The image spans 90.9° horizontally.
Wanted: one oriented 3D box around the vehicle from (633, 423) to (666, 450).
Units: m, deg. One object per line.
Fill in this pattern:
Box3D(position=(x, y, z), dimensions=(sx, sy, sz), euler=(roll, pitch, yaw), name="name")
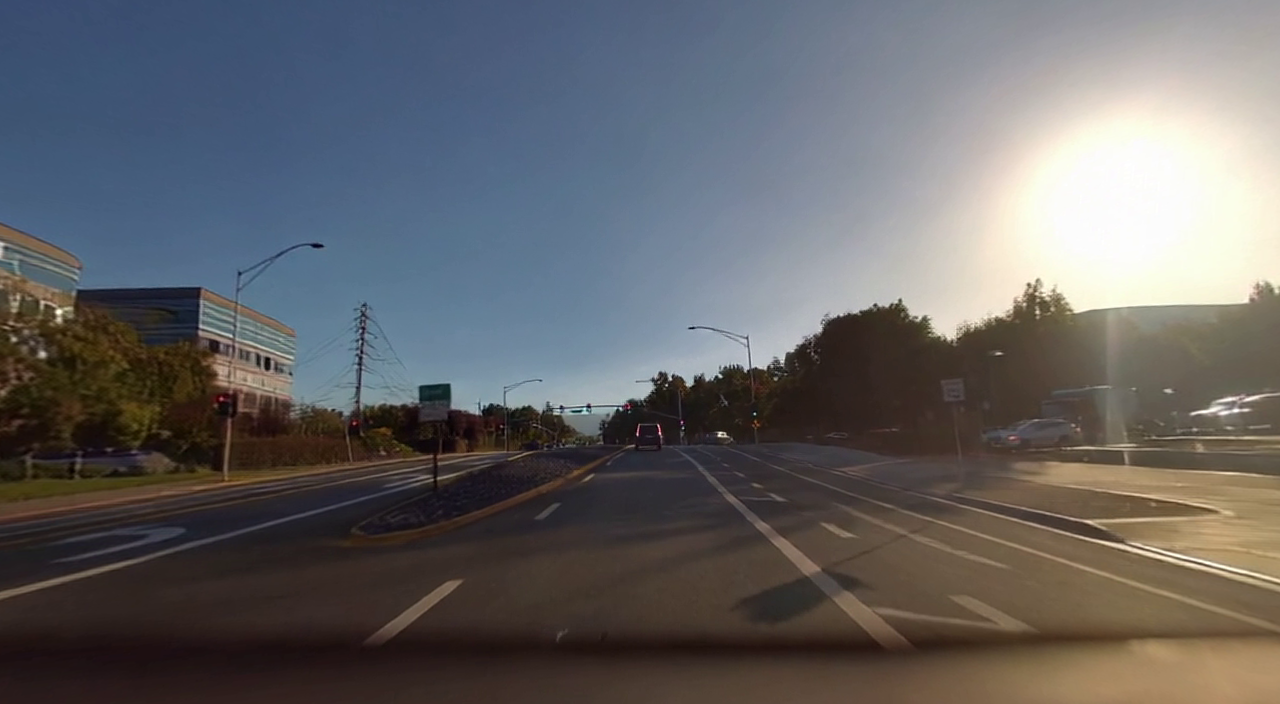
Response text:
Box3D(position=(0.689, 6.527, 48.530), dimensions=(2.371, 1.926, 5.099), euler=(0, -8, -1), name="vehicle")
